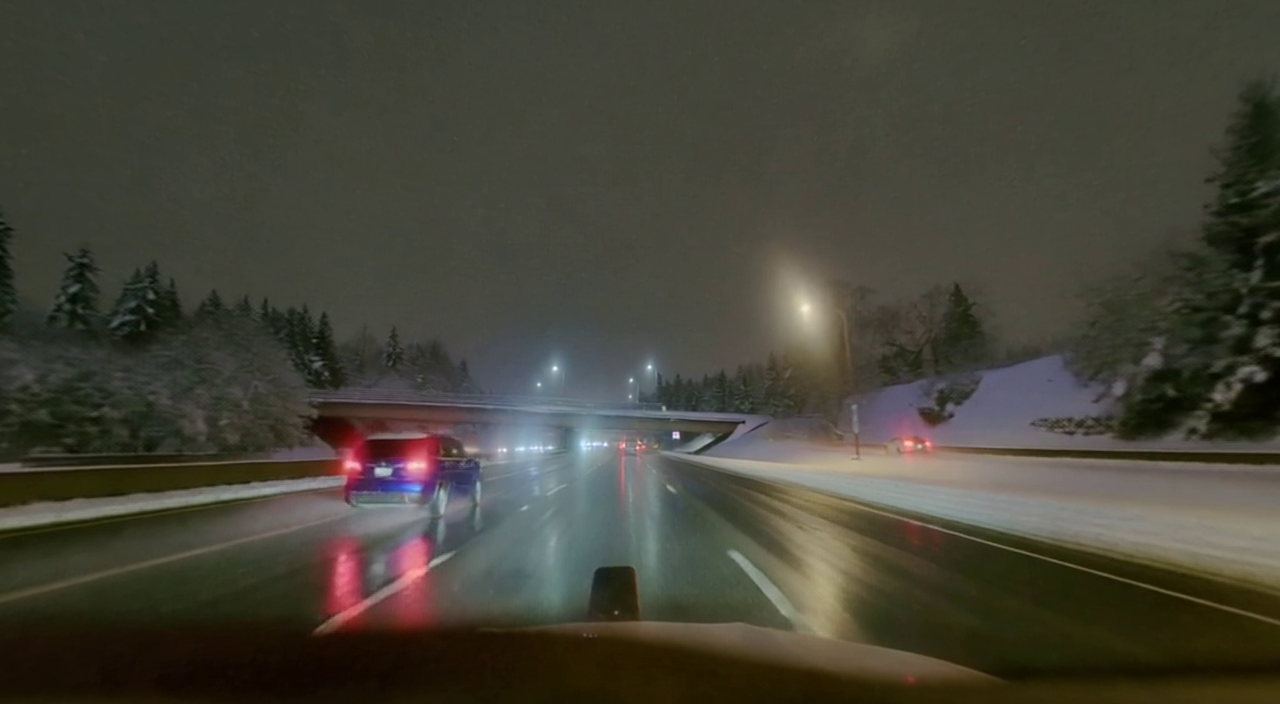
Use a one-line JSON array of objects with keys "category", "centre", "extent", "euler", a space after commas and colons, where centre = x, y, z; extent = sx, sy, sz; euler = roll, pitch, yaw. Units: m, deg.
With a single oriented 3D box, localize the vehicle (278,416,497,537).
[{"category": "vehicle", "centre": [-4.204, 2.157, 11.569], "extent": [2.102, 1.727, 4.704], "euler": [0, -9, -1]}]
